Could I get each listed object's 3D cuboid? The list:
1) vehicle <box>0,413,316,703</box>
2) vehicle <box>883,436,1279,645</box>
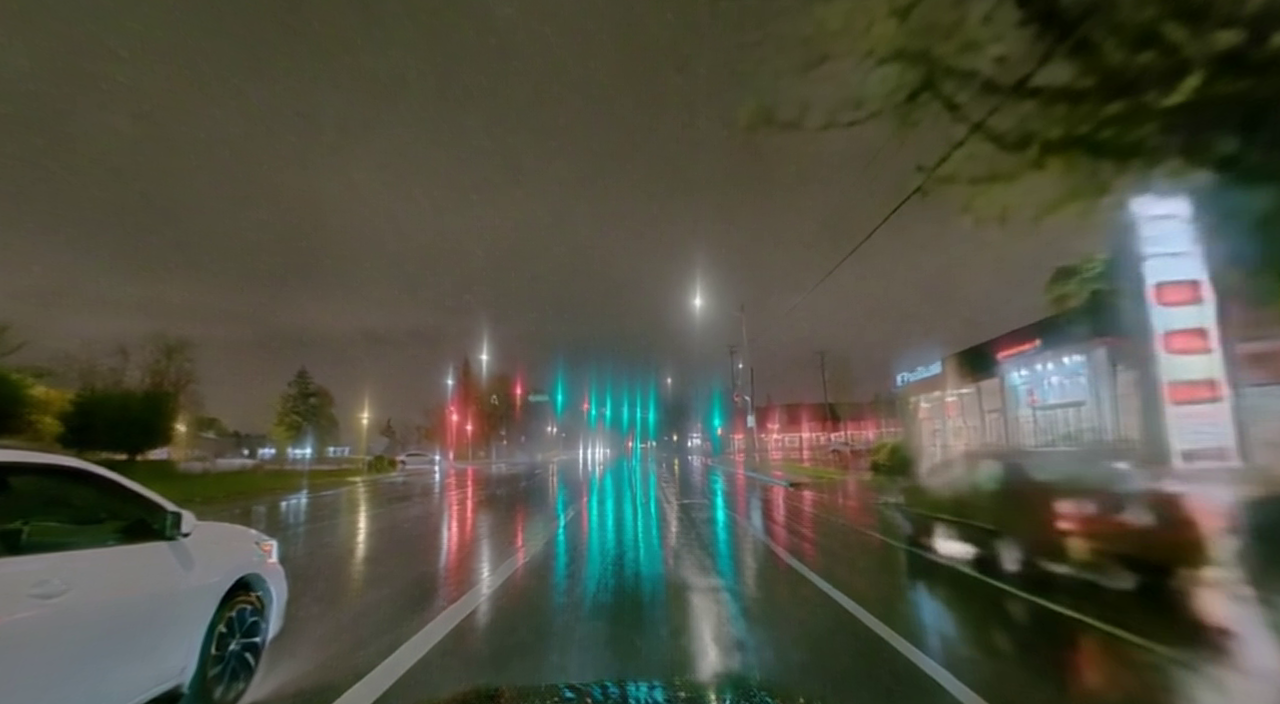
[{"bbox_3d":[-3.036,0.875,1.737,1.874,1.424,4.553,0,-8,0],"label":"vehicle"},{"bbox_3d":[4.591,1.674,6.841,2.026,1.441,4.697,0,-8,0],"label":"vehicle"}]
